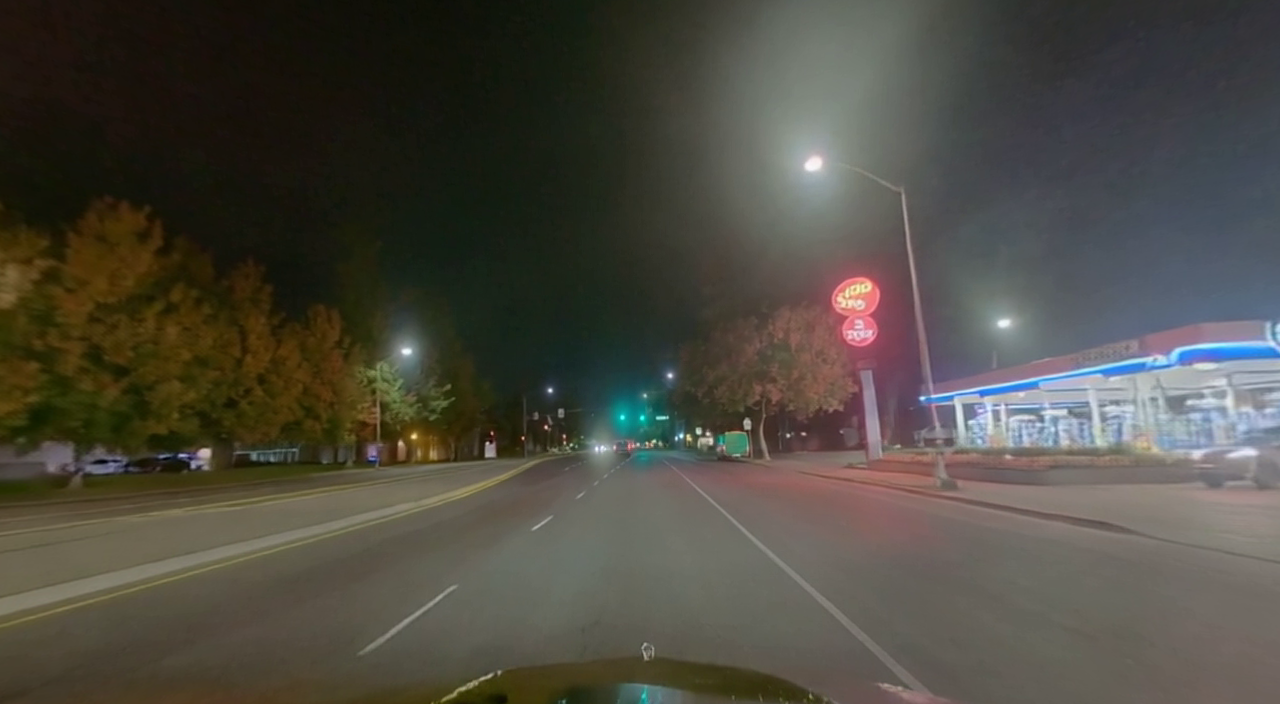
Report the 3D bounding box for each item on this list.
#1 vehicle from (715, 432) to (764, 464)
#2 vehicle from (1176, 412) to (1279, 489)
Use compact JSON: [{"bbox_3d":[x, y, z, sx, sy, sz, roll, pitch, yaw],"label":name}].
[{"bbox_3d":[7.724,7.554,49.829,2.764,2.327,6.492,0,-8,0],"label":"vehicle"},{"bbox_3d":[15.917,2.413,15.531,4.399,1.686,1.970,3,-9,-19],"label":"vehicle"}]
